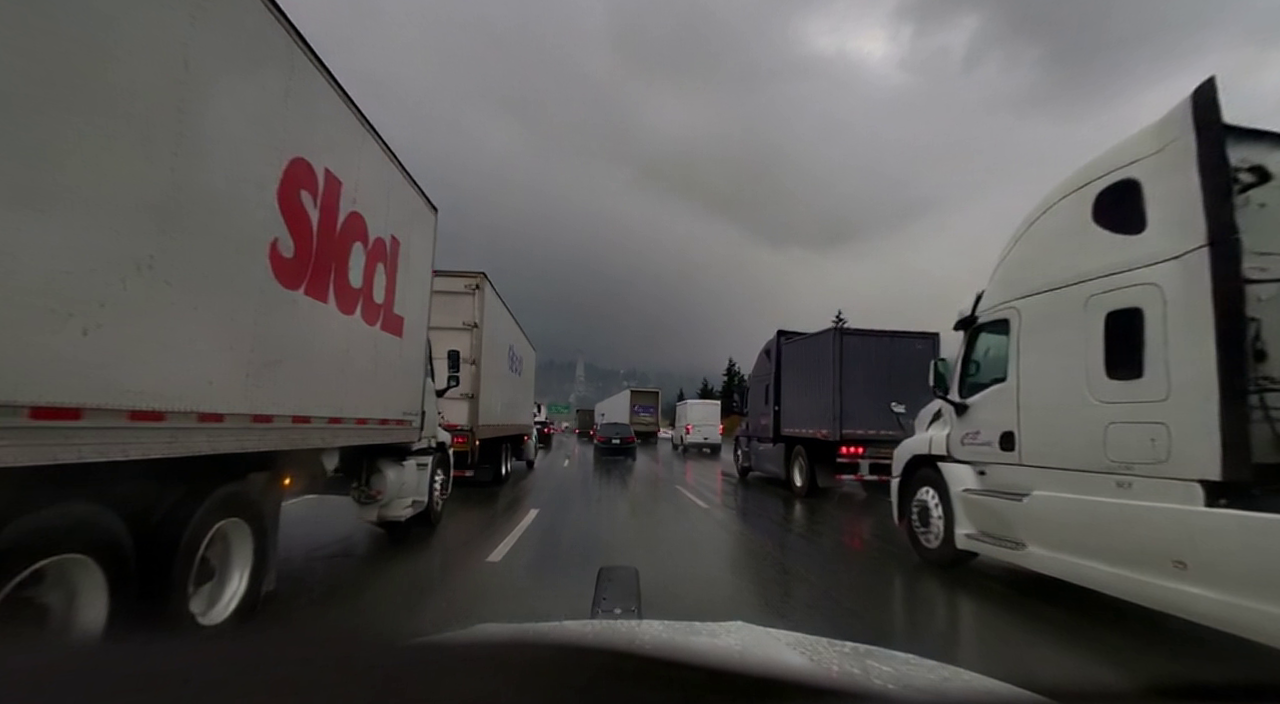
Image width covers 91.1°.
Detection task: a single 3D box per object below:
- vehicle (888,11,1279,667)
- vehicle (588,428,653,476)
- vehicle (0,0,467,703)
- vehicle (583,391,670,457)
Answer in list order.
[{"bbox_3d":[5.222,-0.022,4.563,2.992,3.986,5.841,3,-8,-22],"label":"vehicle"},{"bbox_3d":[-0.826,3.557,22.803,2.060,1.540,4.374,1,-8,-6],"label":"vehicle"},{"bbox_3d":[-3.800,0.090,4.657,2.822,3.788,8.799,0,-8,-2],"label":"vehicle"},{"bbox_3d":[-1.416,5.394,46.161,2.899,4.112,13.912,2,-8,-16],"label":"vehicle"}]
